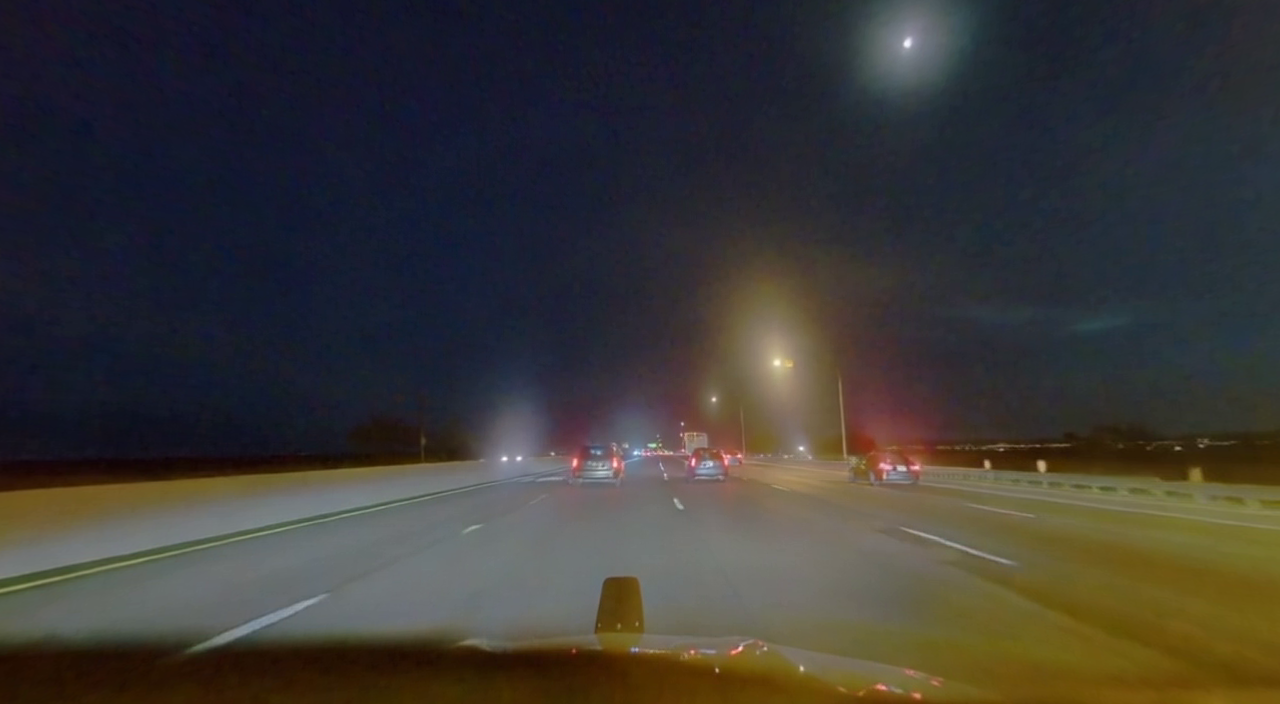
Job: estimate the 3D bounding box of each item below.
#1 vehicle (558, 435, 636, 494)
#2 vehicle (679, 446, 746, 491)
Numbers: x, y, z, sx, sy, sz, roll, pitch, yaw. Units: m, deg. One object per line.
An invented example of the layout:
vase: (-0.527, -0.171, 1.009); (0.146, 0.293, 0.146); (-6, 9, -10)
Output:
vehicle: (-1.292, 3.663, 20.821); (2.142, 1.724, 4.344); (0, -9, 1)
vehicle: (2.536, 4.195, 23.007); (2.004, 1.471, 4.032); (1, -9, 1)
